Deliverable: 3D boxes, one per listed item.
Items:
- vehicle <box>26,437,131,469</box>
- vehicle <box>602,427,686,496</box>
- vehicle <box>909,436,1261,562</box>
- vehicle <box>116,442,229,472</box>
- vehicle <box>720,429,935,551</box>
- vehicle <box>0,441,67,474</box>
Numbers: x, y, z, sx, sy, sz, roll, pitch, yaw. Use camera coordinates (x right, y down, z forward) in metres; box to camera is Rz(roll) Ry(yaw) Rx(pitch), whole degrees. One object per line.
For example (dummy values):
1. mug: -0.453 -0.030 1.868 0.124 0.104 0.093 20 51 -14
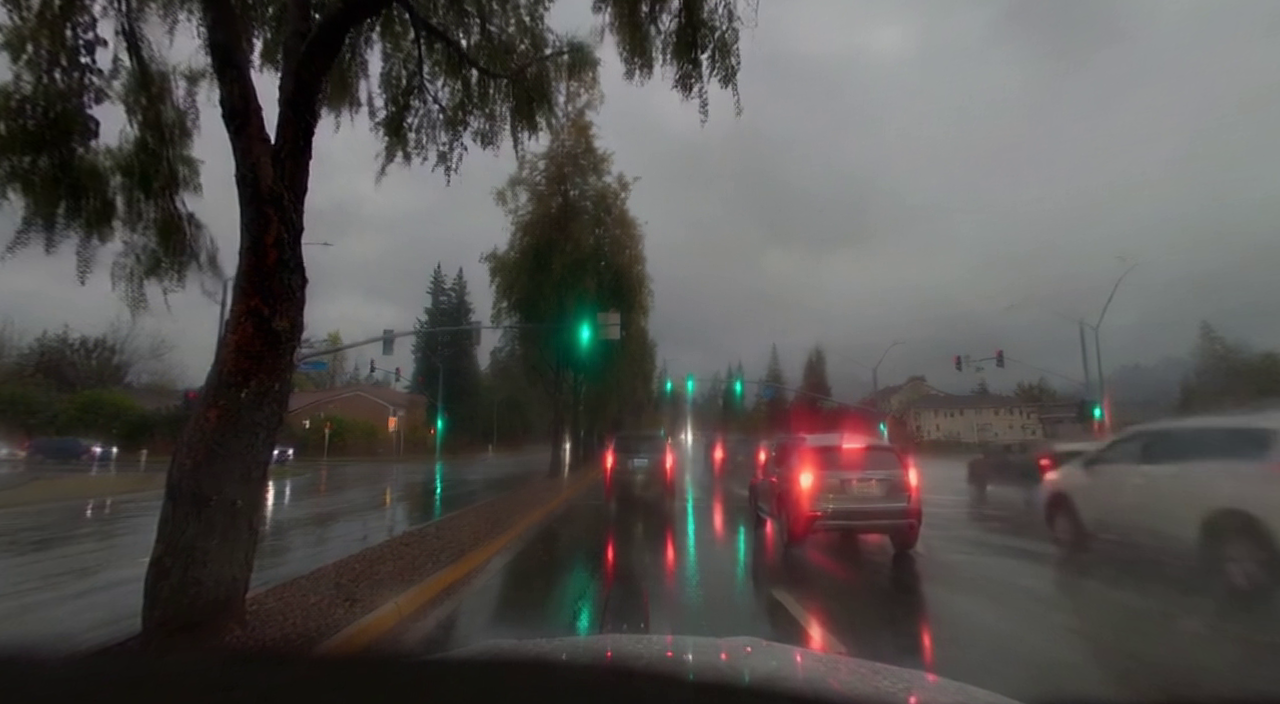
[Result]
1. vehicle: -36.880 6.650 41.512 4.771 1.778 2.032 3 -8 -3
2. vehicle: 0.048 3.044 17.878 2.099 1.705 4.020 0 -8 -2
3. vehicle: 6.213 2.070 9.768 1.995 1.452 4.754 0 -8 0
4. vehicle: -26.349 5.907 35.629 4.724 1.630 1.968 0 -8 -3
5. vehicle: 2.587 2.030 10.013 2.009 1.480 4.423 0 -8 -1
6. vehicle: -35.032 5.799 34.935 4.465 1.693 1.959 2 -9 -1
